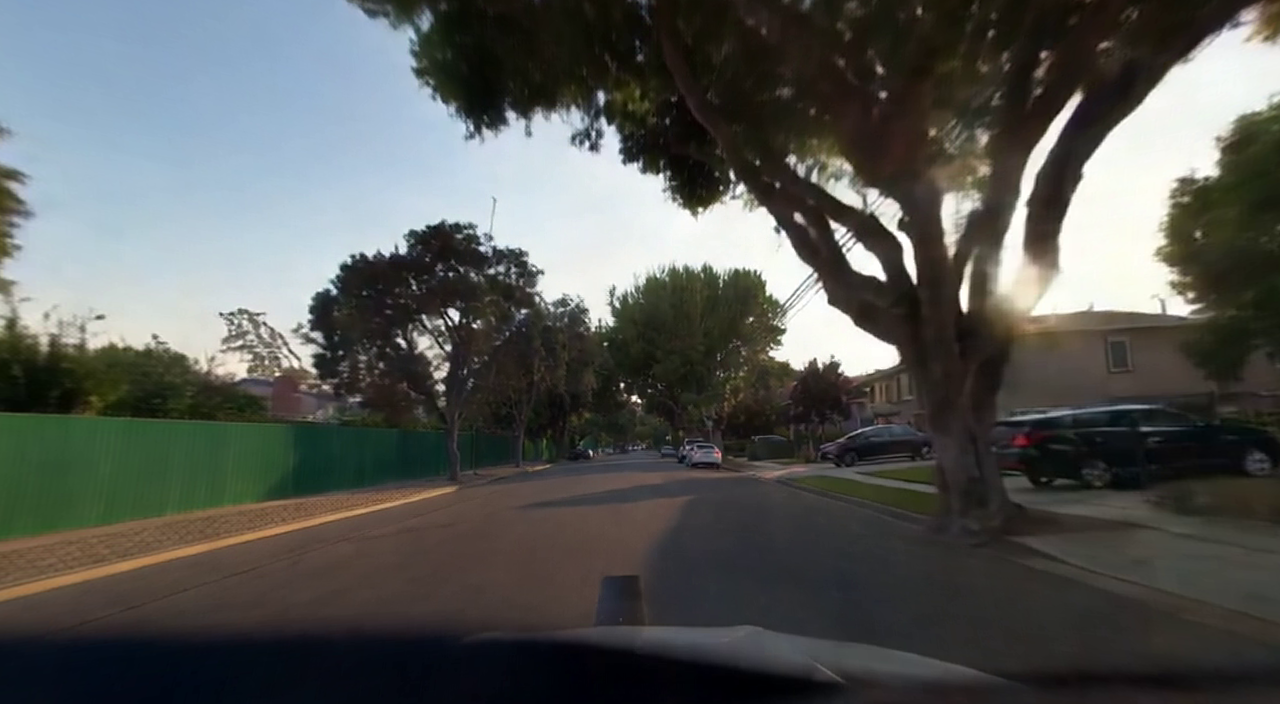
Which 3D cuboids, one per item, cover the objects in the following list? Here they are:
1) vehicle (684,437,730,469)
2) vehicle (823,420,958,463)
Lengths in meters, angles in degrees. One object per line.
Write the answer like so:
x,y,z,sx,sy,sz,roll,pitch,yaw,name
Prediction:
3.734,5.772,36.166,2.122,1.673,4.876,0,-8,0,vehicle
10.996,3.967,28.052,5.046,1.800,2.201,-1,-8,0,vehicle
